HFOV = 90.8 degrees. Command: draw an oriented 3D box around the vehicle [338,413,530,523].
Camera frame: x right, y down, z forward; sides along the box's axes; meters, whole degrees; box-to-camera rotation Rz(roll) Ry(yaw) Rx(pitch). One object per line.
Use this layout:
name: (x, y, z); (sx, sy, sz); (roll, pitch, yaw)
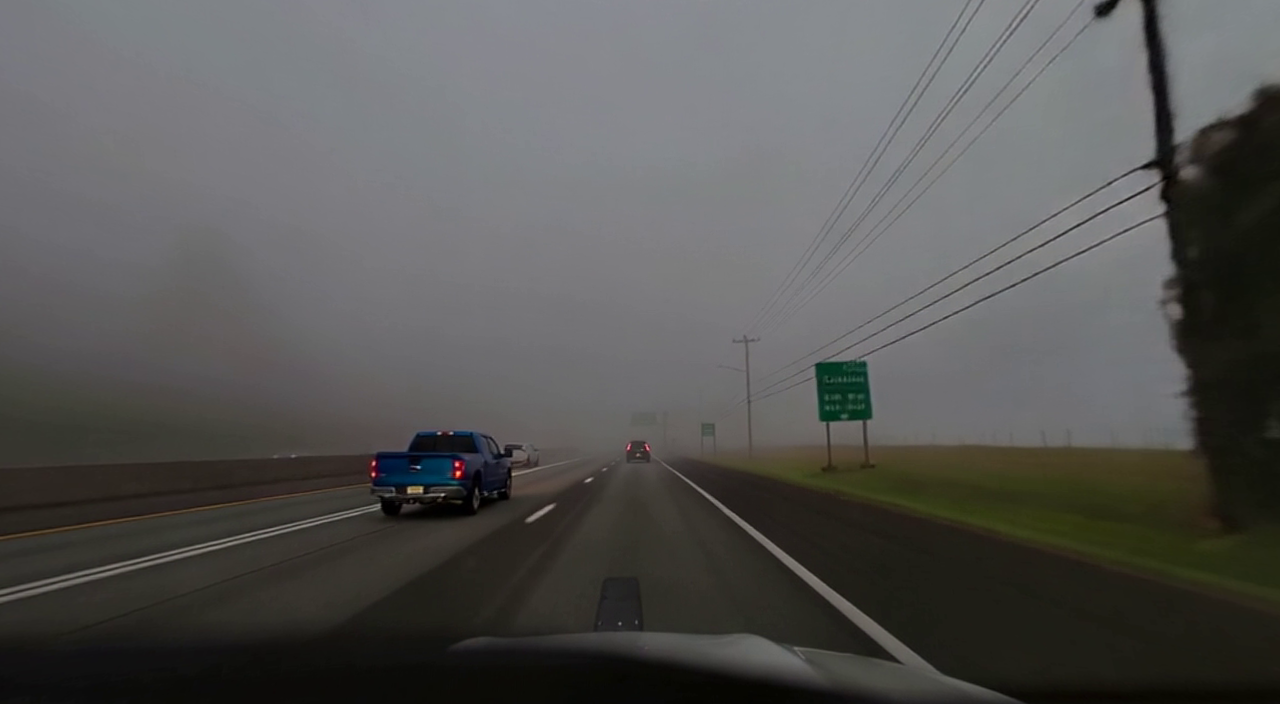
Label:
vehicle: (-3.870, 2.307, 13.110); (2.204, 1.812, 5.289); (0, -8, 0)

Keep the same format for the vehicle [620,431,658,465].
vehicle: (-0.120, 6.325, 41.673); (2.358, 2.144, 4.713); (0, -8, -1)
